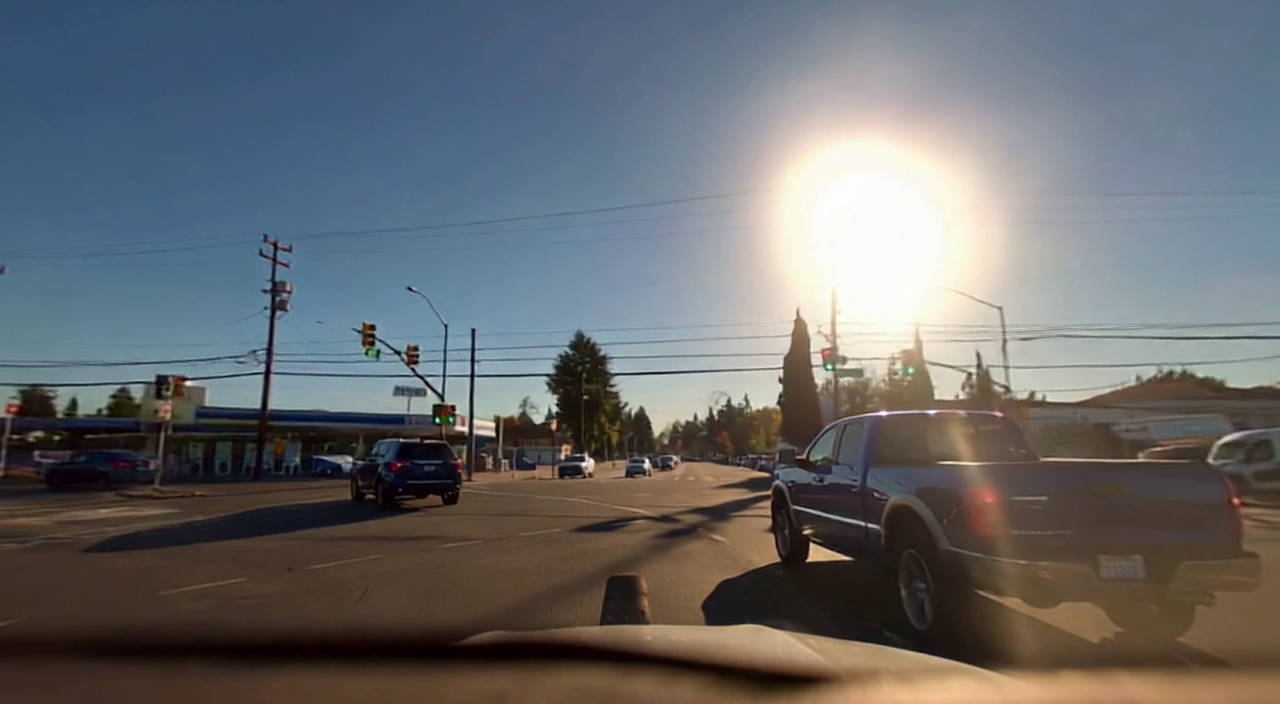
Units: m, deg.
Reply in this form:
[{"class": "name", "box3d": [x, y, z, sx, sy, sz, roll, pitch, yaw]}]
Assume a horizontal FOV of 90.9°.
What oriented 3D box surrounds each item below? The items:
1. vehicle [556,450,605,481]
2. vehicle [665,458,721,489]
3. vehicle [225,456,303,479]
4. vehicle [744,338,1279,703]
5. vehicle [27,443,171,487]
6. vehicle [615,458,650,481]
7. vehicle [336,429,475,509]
[{"class": "vehicle", "box3d": [-3.936, 7.621, 42.574, 2.303, 1.895, 5.301, -1, -9, 5]}, {"class": "vehicle", "box3d": [2.373, 5.603, 29.362, 1.898, 1.281, 4.013, 1, -9, -6]}, {"class": "vehicle", "box3d": [-27.028, 8.291, 45.530, 1.913, 1.480, 4.661, -3, -10, 18]}, {"class": "vehicle", "box3d": [2.586, 1.249, 5.569, 2.036, 1.818, 5.192, 1, -9, -5]}, {"class": "vehicle", "box3d": [-22.285, 4.655, 26.050, 4.498, 1.725, 1.921, -2, -9, 10]}, {"class": "vehicle", "box3d": [-0.450, 8.004, 43.273, 1.856, 1.448, 4.455, -1, -9, 7]}, {"class": "vehicle", "box3d": [-6.532, 3.129, 17.214, 2.141, 1.842, 4.889, 6, -11, -36]}]
